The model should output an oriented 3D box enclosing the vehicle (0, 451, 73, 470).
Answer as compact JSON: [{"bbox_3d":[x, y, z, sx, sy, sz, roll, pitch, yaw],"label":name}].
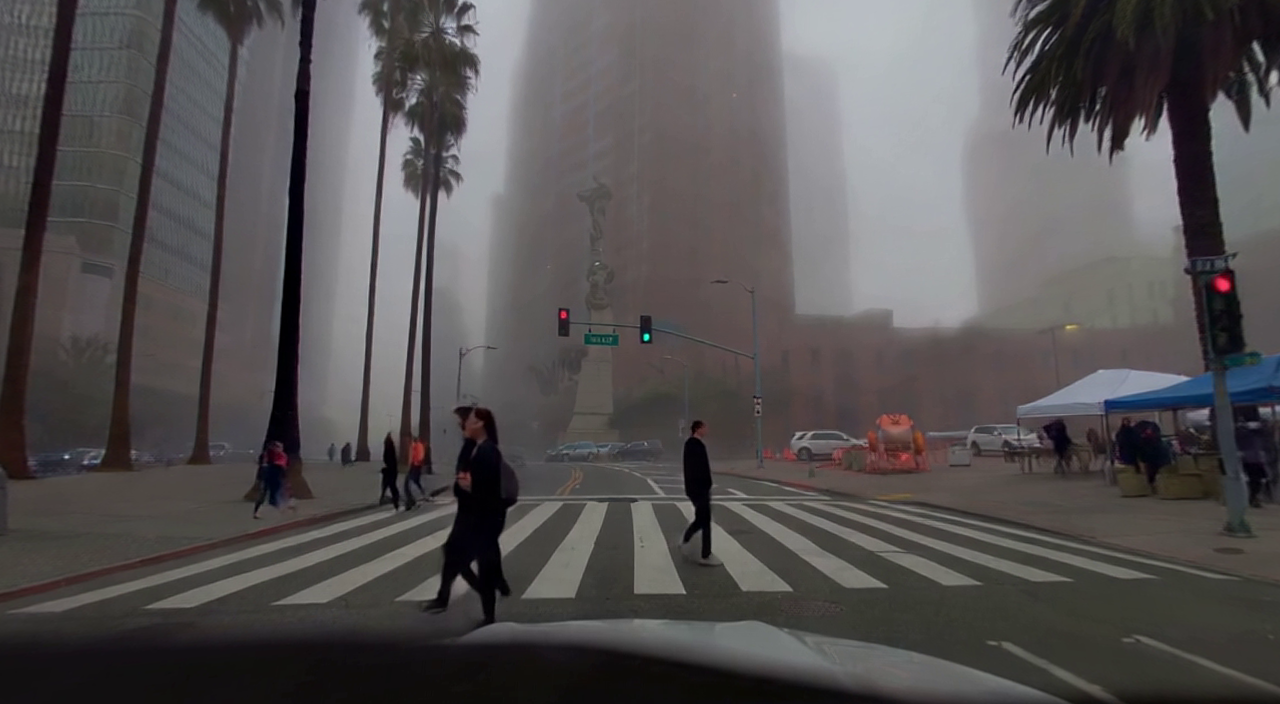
[{"bbox_3d":[-46.209,8.170,47.594,2.121,1.294,5.167,0,-8,1],"label":"vehicle"}]

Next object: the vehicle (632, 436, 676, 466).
[{"bbox_3d":[0.932,7.288,46.538,2.322,2.071,5.366,1,-9,-9],"label":"vehicle"}]
